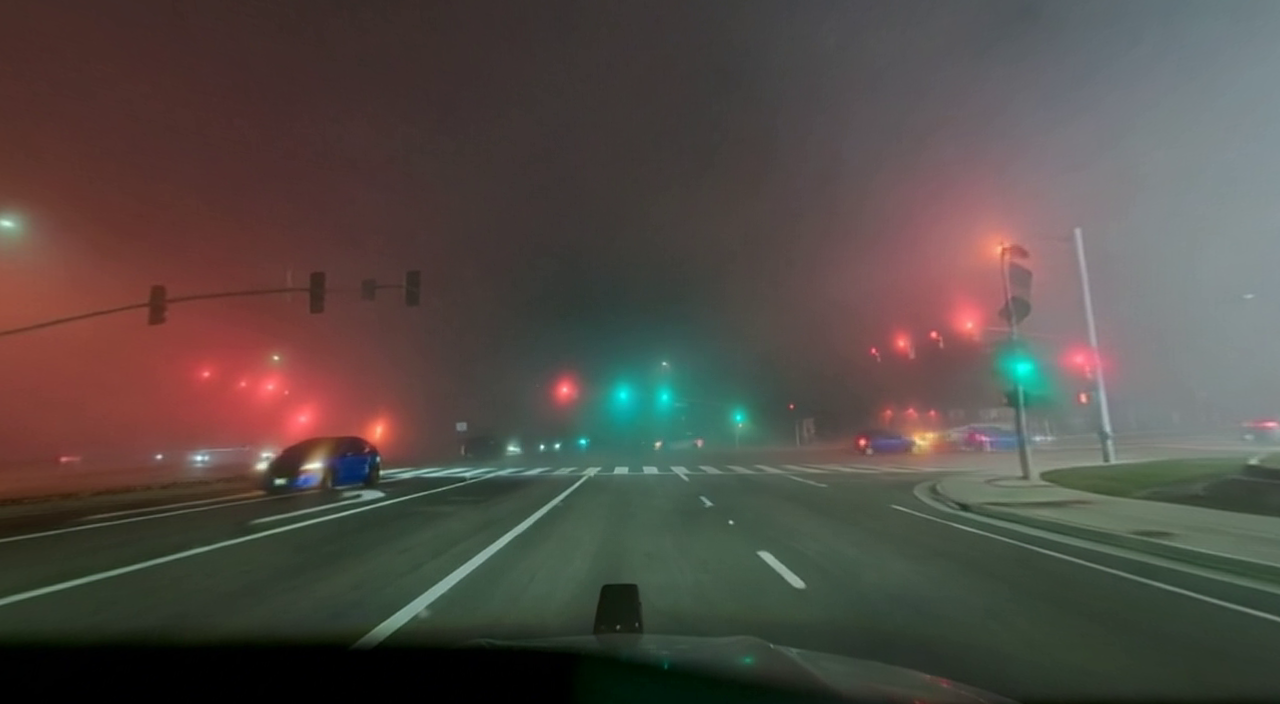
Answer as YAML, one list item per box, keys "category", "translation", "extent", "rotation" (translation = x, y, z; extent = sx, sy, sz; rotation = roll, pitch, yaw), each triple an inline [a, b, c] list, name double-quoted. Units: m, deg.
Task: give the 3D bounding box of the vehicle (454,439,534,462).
- category: "vehicle"
  translation: [-9.533, 6.445, 41.376]
  extent: [4.775, 1.466, 1.850]
  rotation: [-1, -8, 5]

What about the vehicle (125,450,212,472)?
- category: "vehicle"
  translation: [-34.324, 7.938, 45.892]
  extent: [4.805, 1.494, 2.112]
  rotation: [-1, -8, 5]

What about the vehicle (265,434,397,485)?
- category: "vehicle"
  translation: [-9.896, 3.480, 20.693]
  extent: [1.899, 1.460, 4.880]
  rotation: [0, -8, 0]

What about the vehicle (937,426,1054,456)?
- category: "vehicle"
  translation: [18.380, 4.626, 32.690]
  extent: [4.885, 1.503, 1.845]
  rotation: [-1, -8, 3]

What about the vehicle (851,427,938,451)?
- category: "vehicle"
  translation: [15.891, 5.453, 39.499]
  extent: [4.647, 1.428, 1.825]
  rotation: [-1, -8, 4]
